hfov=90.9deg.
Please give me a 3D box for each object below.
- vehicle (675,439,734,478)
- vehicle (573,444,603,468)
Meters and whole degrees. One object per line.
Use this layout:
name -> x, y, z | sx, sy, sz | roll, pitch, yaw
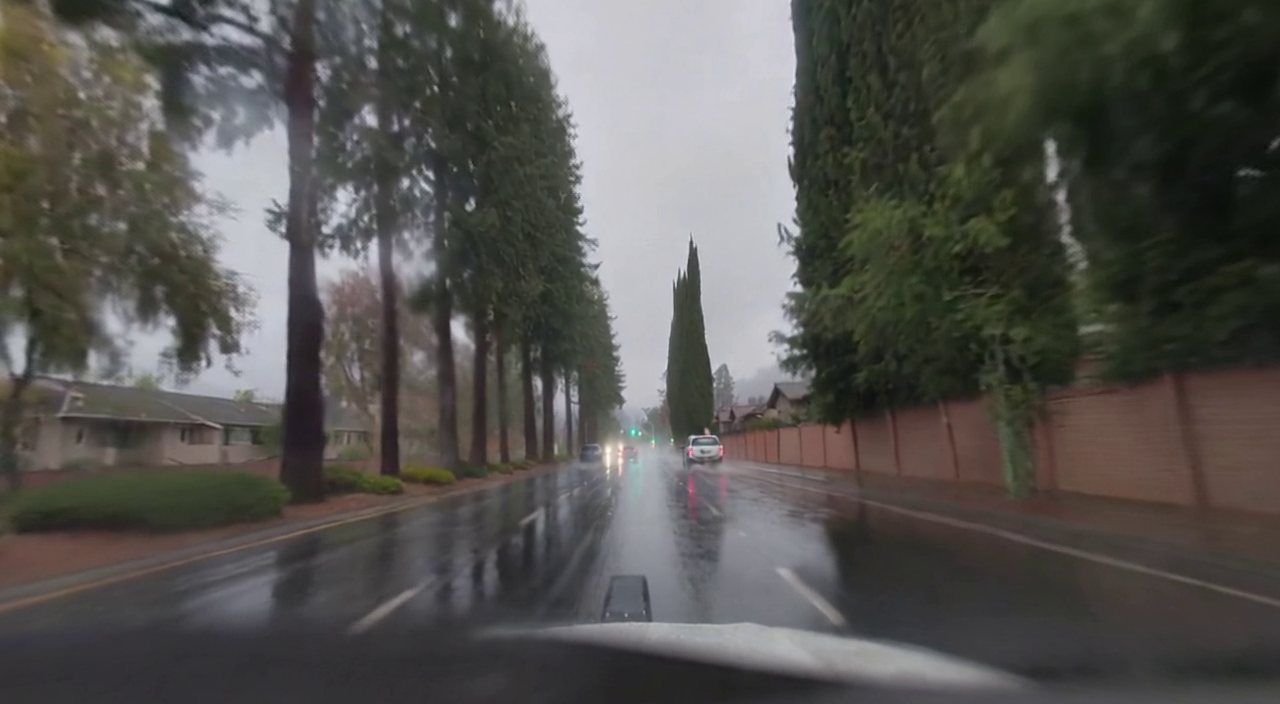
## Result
vehicle -> 3.003, 5.129, 30.595 | 2.321, 1.695, 5.037 | 0, -8, 0
vehicle -> -3.992, 8.153, 49.489 | 2.002, 1.747, 4.728 | 0, -8, -1
